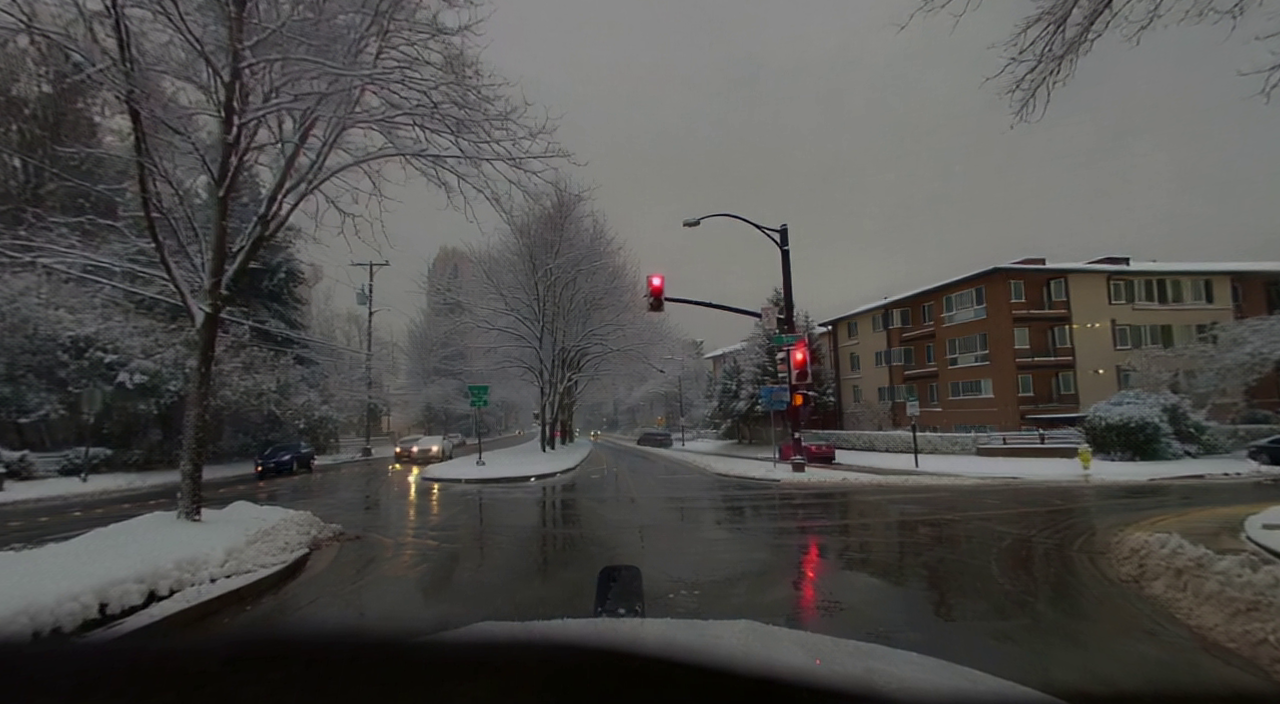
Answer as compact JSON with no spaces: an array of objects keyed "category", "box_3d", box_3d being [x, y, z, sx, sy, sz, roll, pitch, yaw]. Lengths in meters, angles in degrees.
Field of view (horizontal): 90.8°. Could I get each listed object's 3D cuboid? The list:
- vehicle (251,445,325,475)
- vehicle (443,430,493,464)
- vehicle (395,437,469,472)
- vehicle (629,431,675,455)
[{"category":"vehicle","box_3d":[-21.107,6.469,38.092,1.981,1.628,4.336,0,-9,-1]},{"category":"vehicle","box_3d":[-9.789,5.462,36.192,1.910,1.818,4.057,0,-9,-3]},{"category":"vehicle","box_3d":[-9.691,4.804,29.787,2.116,1.521,4.294,0,-9,-1]},{"category":"vehicle","box_3d":[0.777,6.462,44.653,2.073,1.571,4.790,2,-9,-14]}]
